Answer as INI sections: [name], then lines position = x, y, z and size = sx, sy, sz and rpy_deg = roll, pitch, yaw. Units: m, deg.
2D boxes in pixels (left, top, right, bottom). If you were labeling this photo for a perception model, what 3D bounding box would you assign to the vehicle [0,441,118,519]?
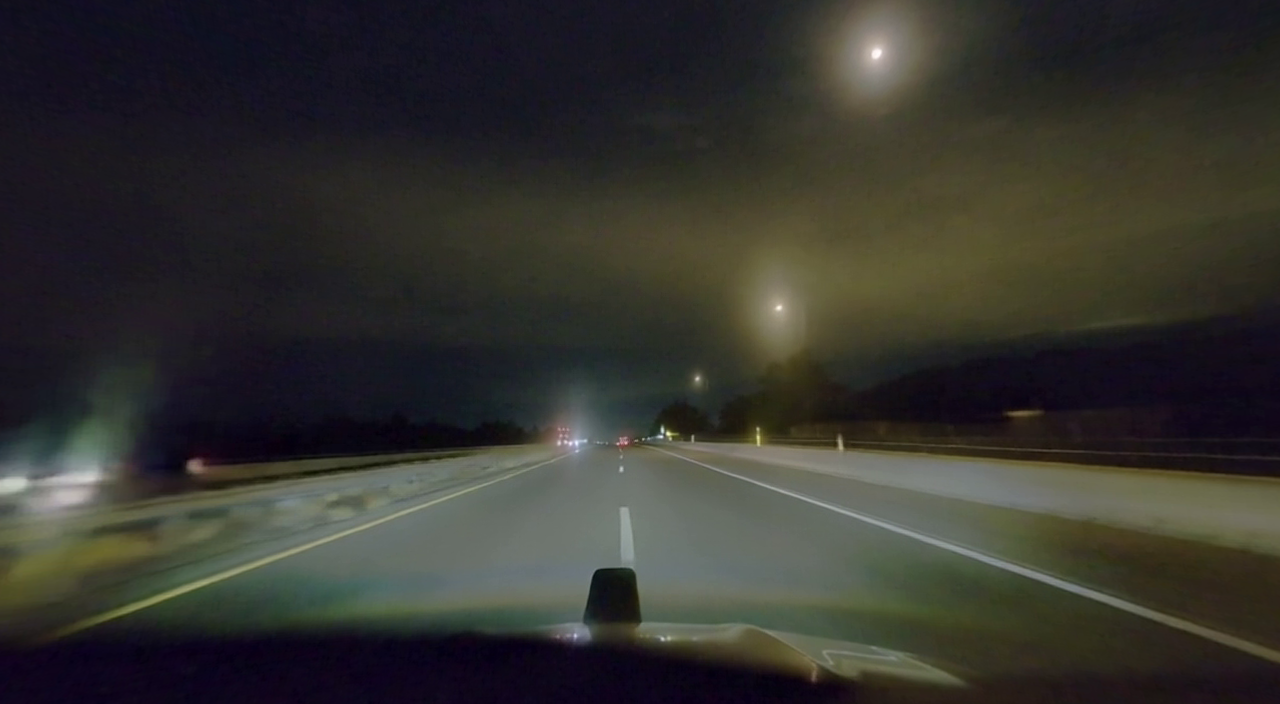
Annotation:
[vehicle]
position = -14.400, 2.793, 13.885
size = 2.023, 1.584, 4.514
rpy_deg = 0, -8, -2
